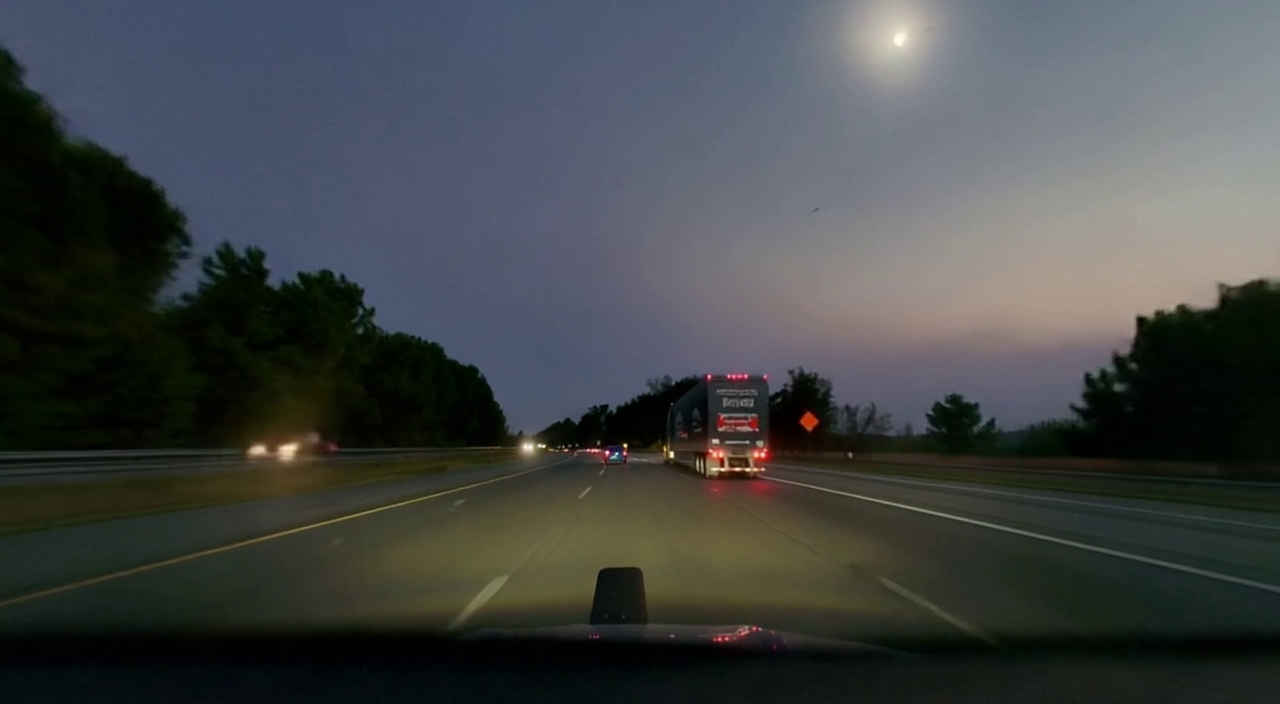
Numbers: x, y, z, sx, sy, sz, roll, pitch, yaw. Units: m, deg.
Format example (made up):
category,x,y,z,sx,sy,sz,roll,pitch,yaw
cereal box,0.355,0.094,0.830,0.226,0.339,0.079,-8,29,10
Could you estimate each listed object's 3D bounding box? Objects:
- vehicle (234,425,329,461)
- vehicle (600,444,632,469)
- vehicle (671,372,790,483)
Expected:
category,x,y,z,sx,sy,sz,roll,pitch,yaw
vehicle,-17.352,4.478,30.823,1.926,1.629,4.668,0,-9,-1
vehicle,-1.468,6.475,39.113,1.913,1.460,3.610,0,-9,-1
vehicle,3.618,3.788,30.008,2.951,4.012,14.203,0,-9,-3
